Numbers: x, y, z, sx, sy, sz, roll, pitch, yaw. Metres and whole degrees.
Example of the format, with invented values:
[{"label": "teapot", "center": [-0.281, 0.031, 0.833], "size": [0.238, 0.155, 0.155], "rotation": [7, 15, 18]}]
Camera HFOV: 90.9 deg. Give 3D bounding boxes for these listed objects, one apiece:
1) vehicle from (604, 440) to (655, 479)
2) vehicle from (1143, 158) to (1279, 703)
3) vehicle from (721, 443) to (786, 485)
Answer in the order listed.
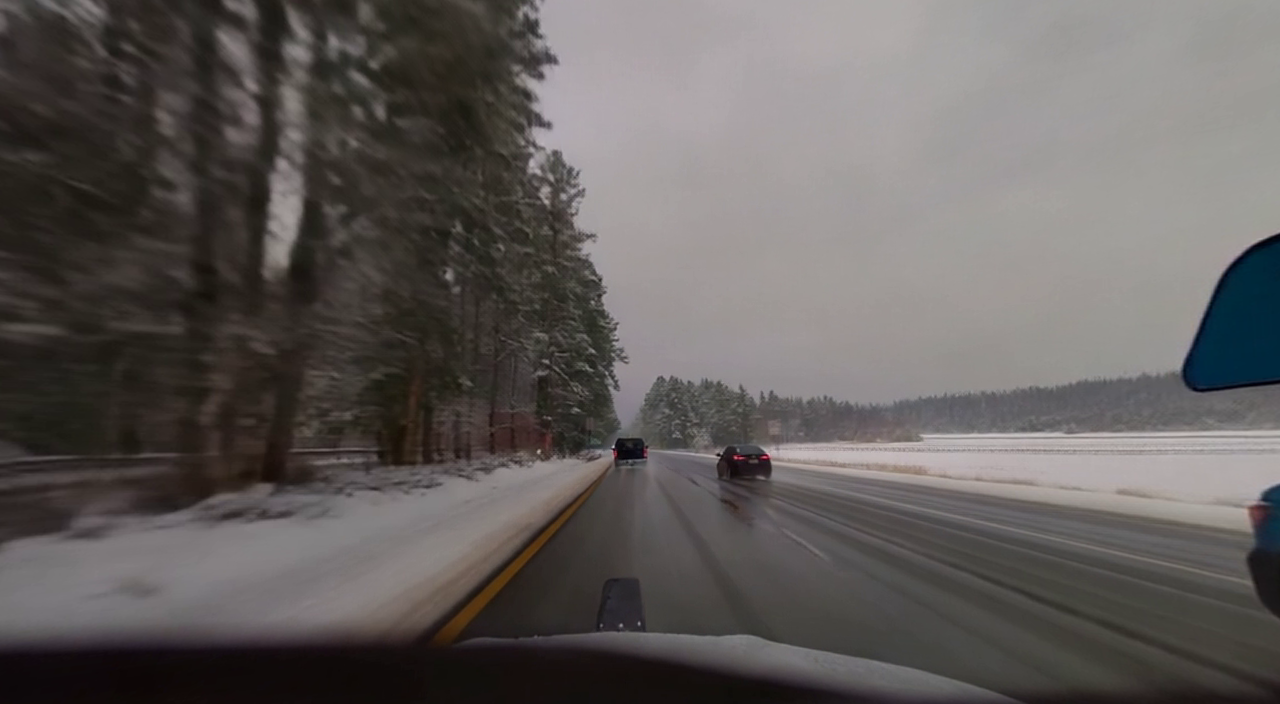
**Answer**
[{"label": "vehicle", "center": [-0.448, 4.799, 28.276], "size": [2.120, 1.575, 4.018], "rotation": [0, -9, 0]}, {"label": "vehicle", "center": [4.675, -0.005, 0.430], "size": [2.745, 2.832, 7.035], "rotation": [0, -9, 0]}, {"label": "vehicle", "center": [4.189, 4.195, 23.771], "size": [1.757, 1.459, 3.398], "rotation": [0, -9, -1]}]
